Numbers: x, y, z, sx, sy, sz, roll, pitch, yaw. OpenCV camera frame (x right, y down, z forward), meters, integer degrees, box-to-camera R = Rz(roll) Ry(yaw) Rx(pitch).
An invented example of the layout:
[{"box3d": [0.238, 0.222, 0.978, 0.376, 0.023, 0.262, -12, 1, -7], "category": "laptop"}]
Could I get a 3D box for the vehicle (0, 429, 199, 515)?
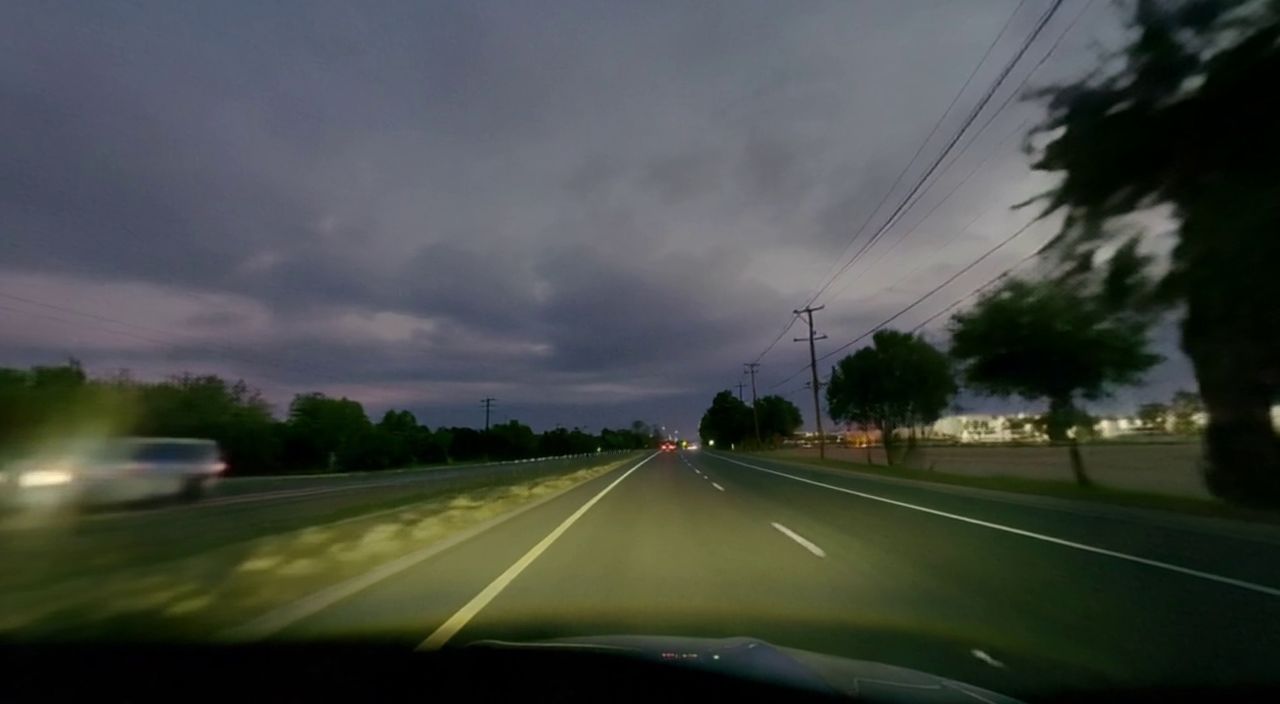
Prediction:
[{"box3d": [-16.563, 3.449, 18.692, 2.429, 2.067, 6.210, -1, -9, 1], "category": "vehicle"}]
